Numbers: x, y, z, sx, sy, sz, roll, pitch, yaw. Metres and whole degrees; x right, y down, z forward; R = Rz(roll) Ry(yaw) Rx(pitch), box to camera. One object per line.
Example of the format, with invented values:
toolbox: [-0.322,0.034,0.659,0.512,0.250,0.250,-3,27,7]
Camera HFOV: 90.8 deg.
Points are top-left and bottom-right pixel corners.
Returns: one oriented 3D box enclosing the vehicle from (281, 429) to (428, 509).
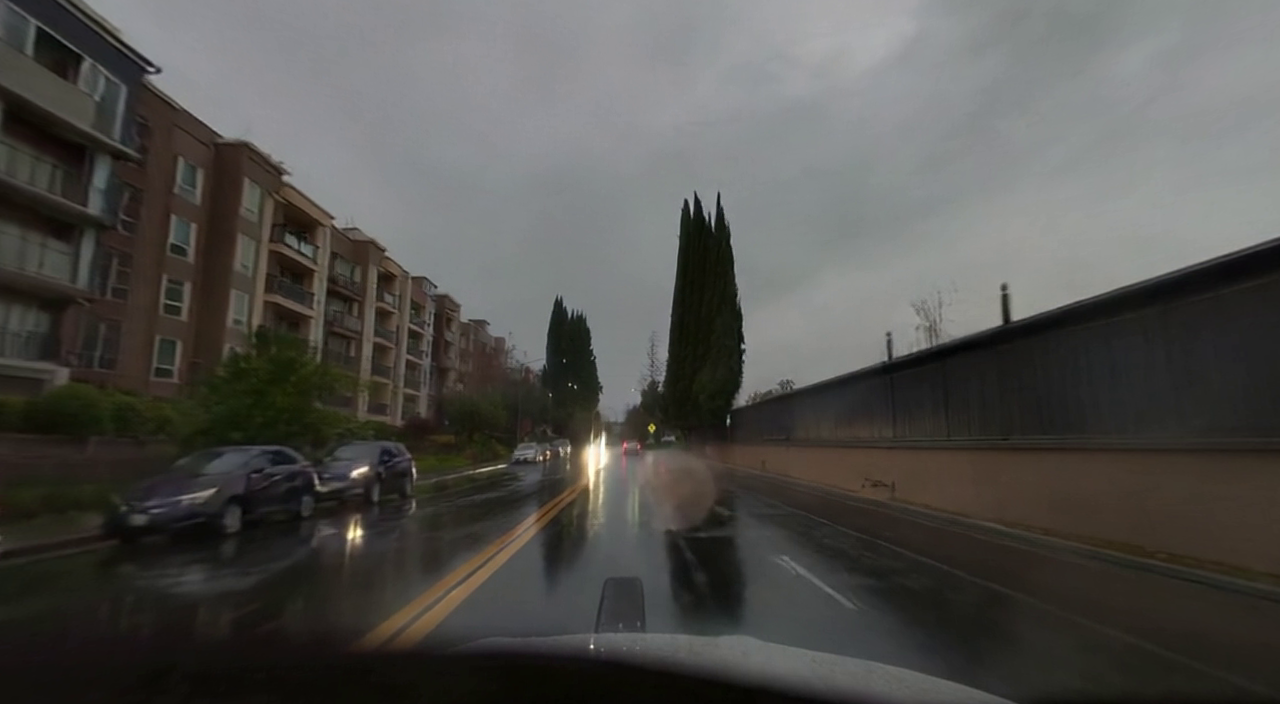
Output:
vehicle: [-6.955,2.842,15.909,1.878,1.658,3.827,3,-8,-1]

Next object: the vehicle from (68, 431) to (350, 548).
vehicle: [-6.866,2.176,10.825,1.773,1.466,4.407,4,-8,-2]

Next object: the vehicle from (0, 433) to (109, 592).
vehicle: [-6.751,1.269,4.480,1.914,1.417,4.750,3,-8,-2]

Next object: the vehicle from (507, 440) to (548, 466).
vehicle: [-7.487,6.762,42.626,1.913,1.560,4.513,2,-8,0]
